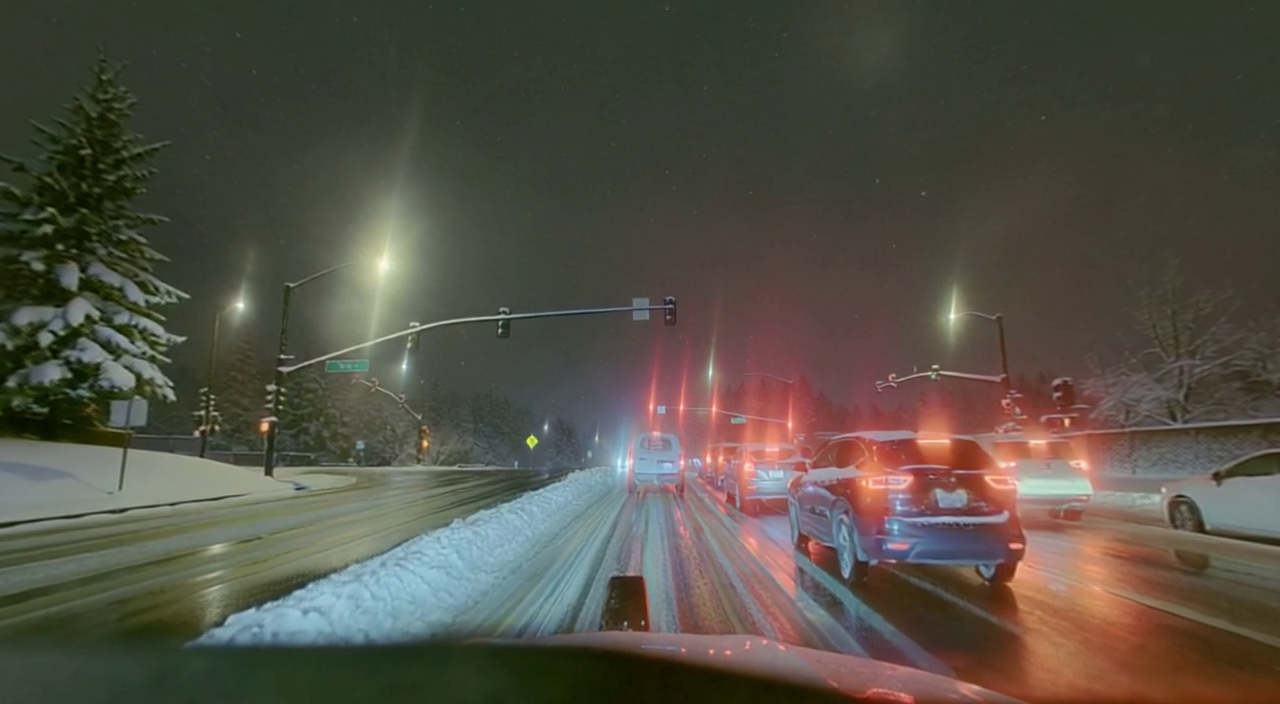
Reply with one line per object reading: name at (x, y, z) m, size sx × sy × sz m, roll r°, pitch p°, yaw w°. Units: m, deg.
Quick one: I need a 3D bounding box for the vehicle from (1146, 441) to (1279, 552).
vehicle at (9.300, 1.887, 8.182) m, size 1.884 × 1.422 × 4.262 m, roll 0°, pitch -8°, yaw -1°

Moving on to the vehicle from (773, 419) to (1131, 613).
vehicle at (3.007, 1.646, 7.313) m, size 2.078 × 1.578 × 4.107 m, roll 0°, pitch -8°, yaw 1°

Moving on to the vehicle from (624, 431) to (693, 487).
vehicle at (0.574, 3.823, 22.835) m, size 2.245 × 1.800 × 4.522 m, roll 0°, pitch -8°, yaw 0°
